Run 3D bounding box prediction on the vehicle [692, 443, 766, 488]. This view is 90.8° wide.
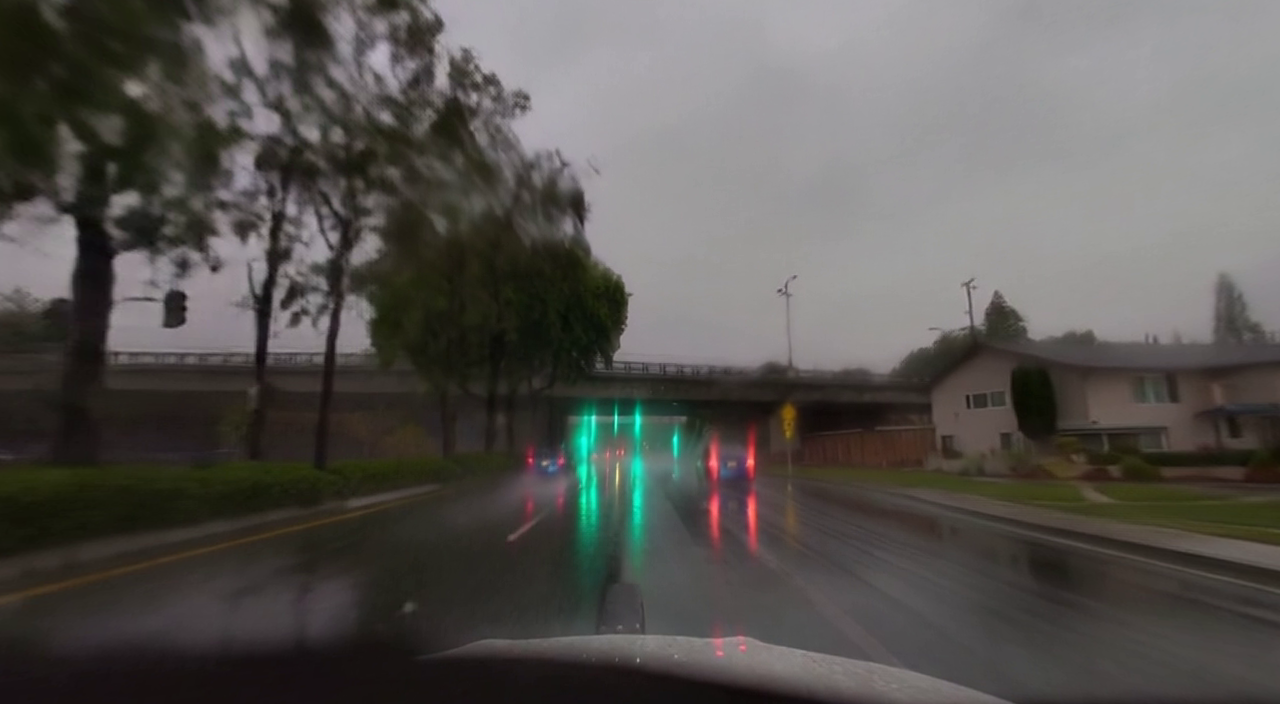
[{"bbox_3d":[3.178,4.167,23.536,2.068,1.497,4.247,0,-9,-1],"label":"vehicle"}]

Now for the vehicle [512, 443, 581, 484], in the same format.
[{"bbox_3d":[-3.663,4.439,25.534,2.060,1.484,4.417,0,-9,1],"label":"vehicle"}]
